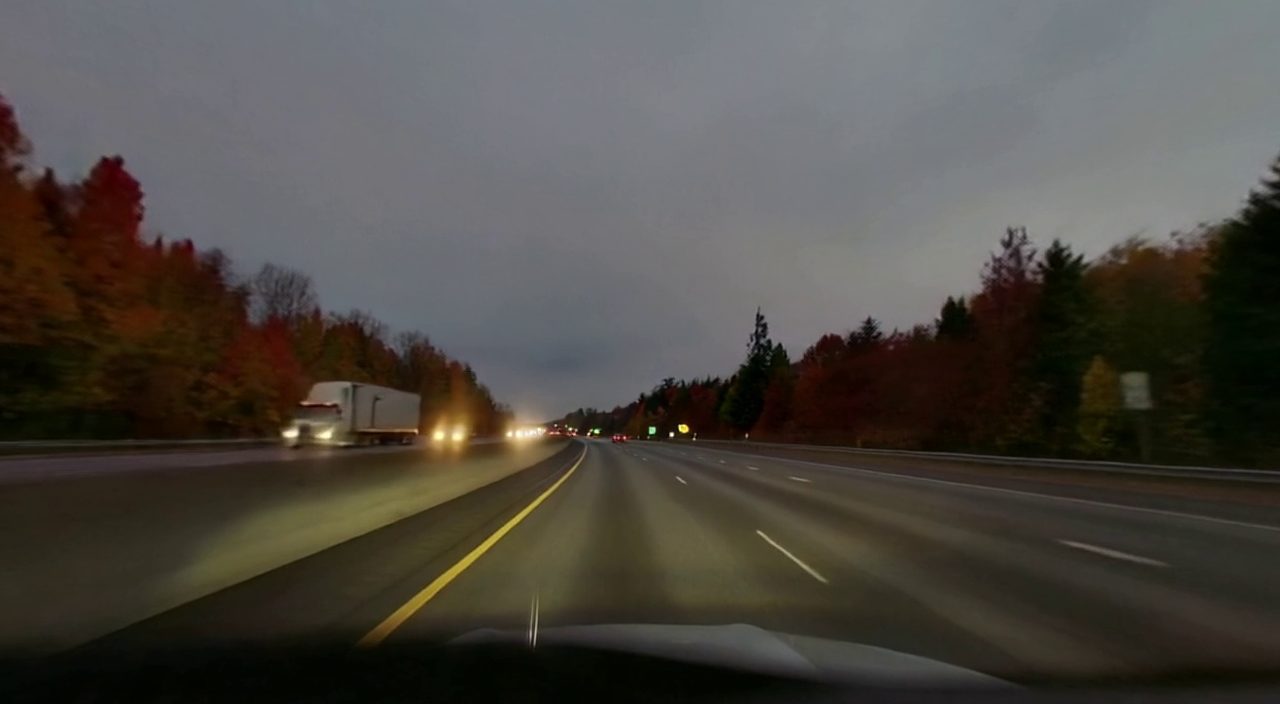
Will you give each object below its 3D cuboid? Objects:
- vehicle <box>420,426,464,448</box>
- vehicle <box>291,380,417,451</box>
[{"bbox_3d":[-14.833,6.386,47.386,1.926,1.561,4.710,0,-8,-2],"label":"vehicle"},{"bbox_3d":[-19.140,4.637,43.665,2.967,4.106,14.224,0,-8,-4],"label":"vehicle"}]
